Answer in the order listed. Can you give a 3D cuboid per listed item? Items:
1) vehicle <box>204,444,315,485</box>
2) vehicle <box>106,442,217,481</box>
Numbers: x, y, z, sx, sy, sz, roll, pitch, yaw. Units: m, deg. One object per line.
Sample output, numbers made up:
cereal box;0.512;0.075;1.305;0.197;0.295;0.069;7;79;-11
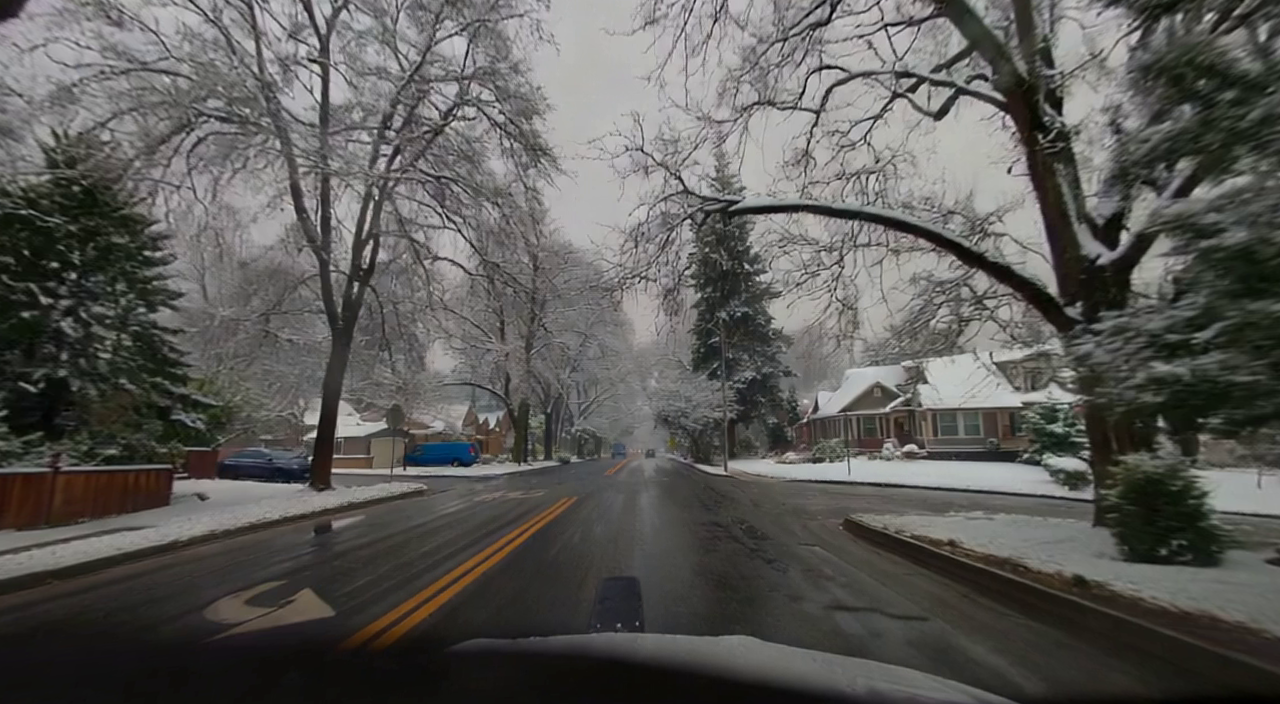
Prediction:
vehicle;-17.671;5.163;29.324;4.876;1.763;2.016;-5;-10;27
vehicle;-25.230;5.711;33.250;5.987;1.881;2.249;-5;-10;29
